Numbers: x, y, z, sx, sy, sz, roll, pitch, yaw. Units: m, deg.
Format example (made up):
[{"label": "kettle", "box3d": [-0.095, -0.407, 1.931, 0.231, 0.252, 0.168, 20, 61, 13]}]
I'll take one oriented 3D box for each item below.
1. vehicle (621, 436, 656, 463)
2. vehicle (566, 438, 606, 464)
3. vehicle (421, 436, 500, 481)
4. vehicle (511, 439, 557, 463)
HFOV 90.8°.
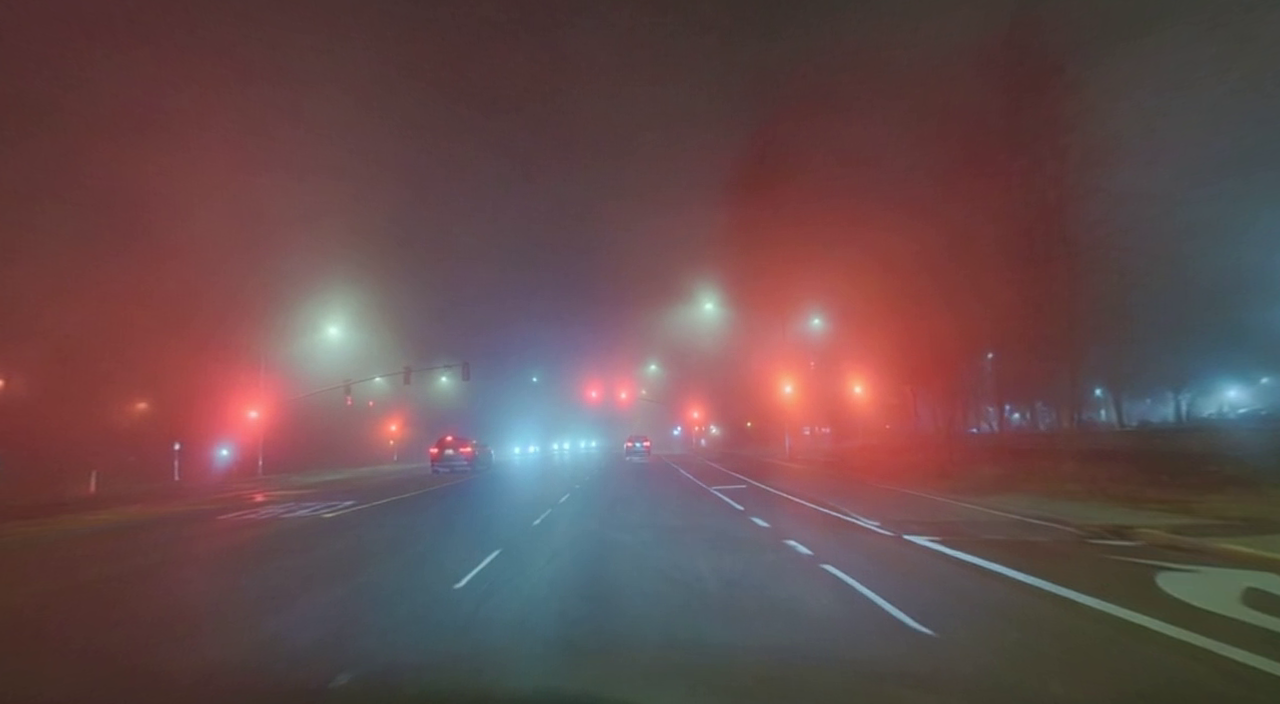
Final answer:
[{"label": "vehicle", "box3d": [-0.058, 5.871, 38.265, 1.985, 1.521, 3.968, 0, -8, 1]}, {"label": "vehicle", "box3d": [-3.173, 5.944, 37.943, 1.946, 1.437, 4.154, 0, -8, 1]}, {"label": "vehicle", "box3d": [-6.929, 4.135, 24.809, 1.869, 1.570, 4.064, 0, -8, 0]}, {"label": "vehicle", "box3d": [-6.736, 6.361, 40.573, 2.074, 1.447, 4.224, 0, -8, 1]}]
